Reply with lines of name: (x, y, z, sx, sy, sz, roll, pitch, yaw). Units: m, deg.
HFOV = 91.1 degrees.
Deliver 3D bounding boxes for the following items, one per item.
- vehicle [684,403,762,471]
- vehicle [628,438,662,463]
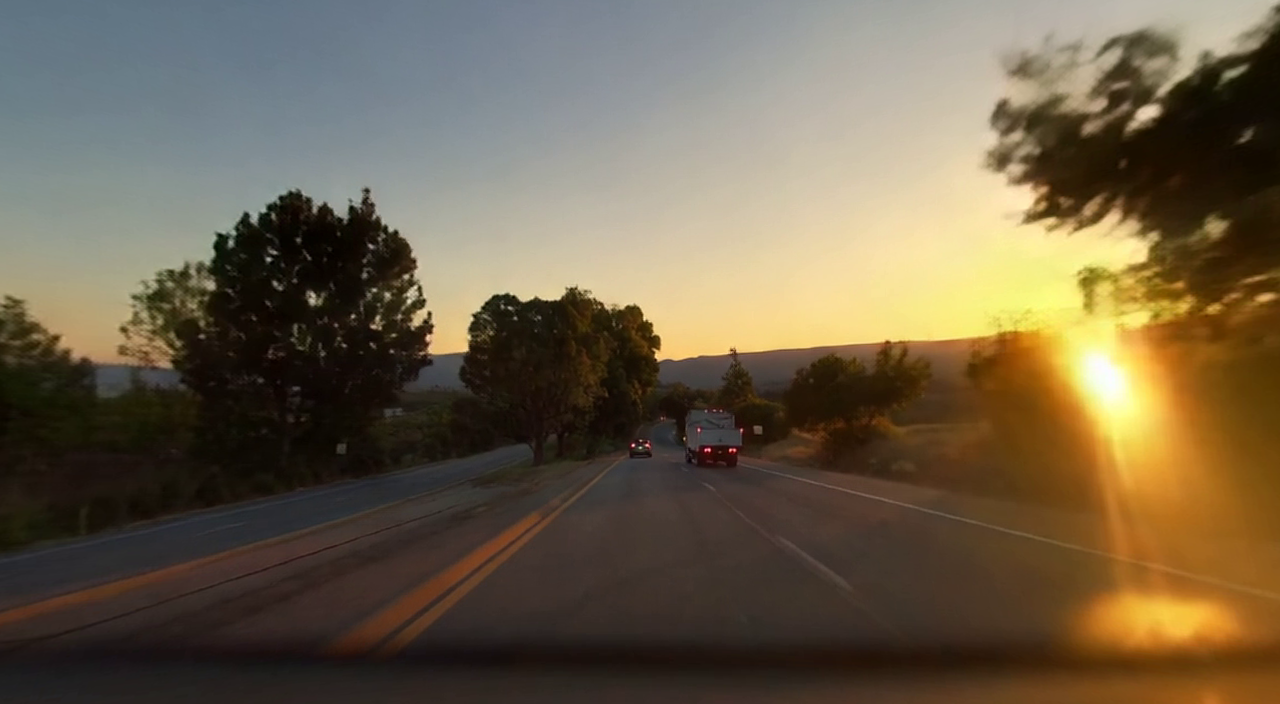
vehicle: (4.239, 4.606, 33.989, 3.015, 3.211, 7.982, 0, -8, -1)
vehicle: (0.345, 6.632, 42.435, 2.170, 1.544, 4.373, 0, -8, 0)
